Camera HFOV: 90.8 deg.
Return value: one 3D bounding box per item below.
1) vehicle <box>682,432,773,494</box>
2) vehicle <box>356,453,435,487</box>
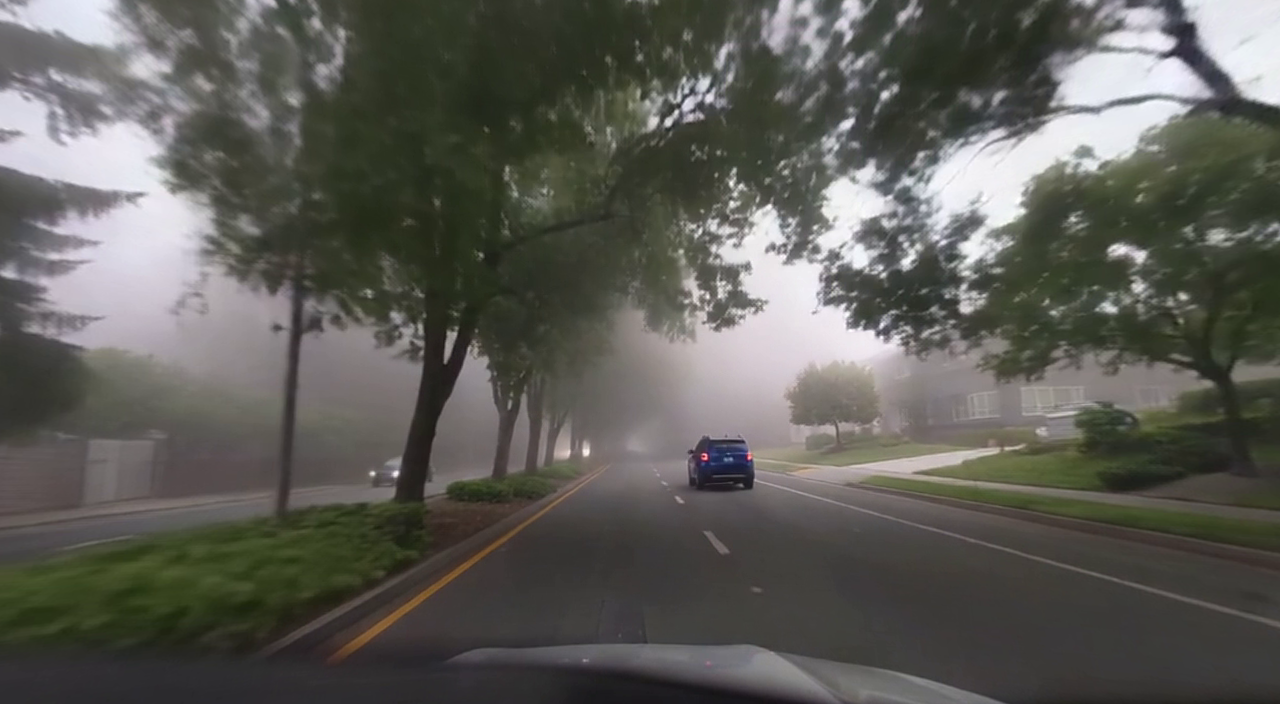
[{"bbox_3d":[2.621,3.462,20.020,2.164,1.725,4.285,0,-9,-1],"label":"vehicle"},{"bbox_3d":[-11.771,5.690,30.813,1.968,1.476,4.631,0,-9,1],"label":"vehicle"}]
